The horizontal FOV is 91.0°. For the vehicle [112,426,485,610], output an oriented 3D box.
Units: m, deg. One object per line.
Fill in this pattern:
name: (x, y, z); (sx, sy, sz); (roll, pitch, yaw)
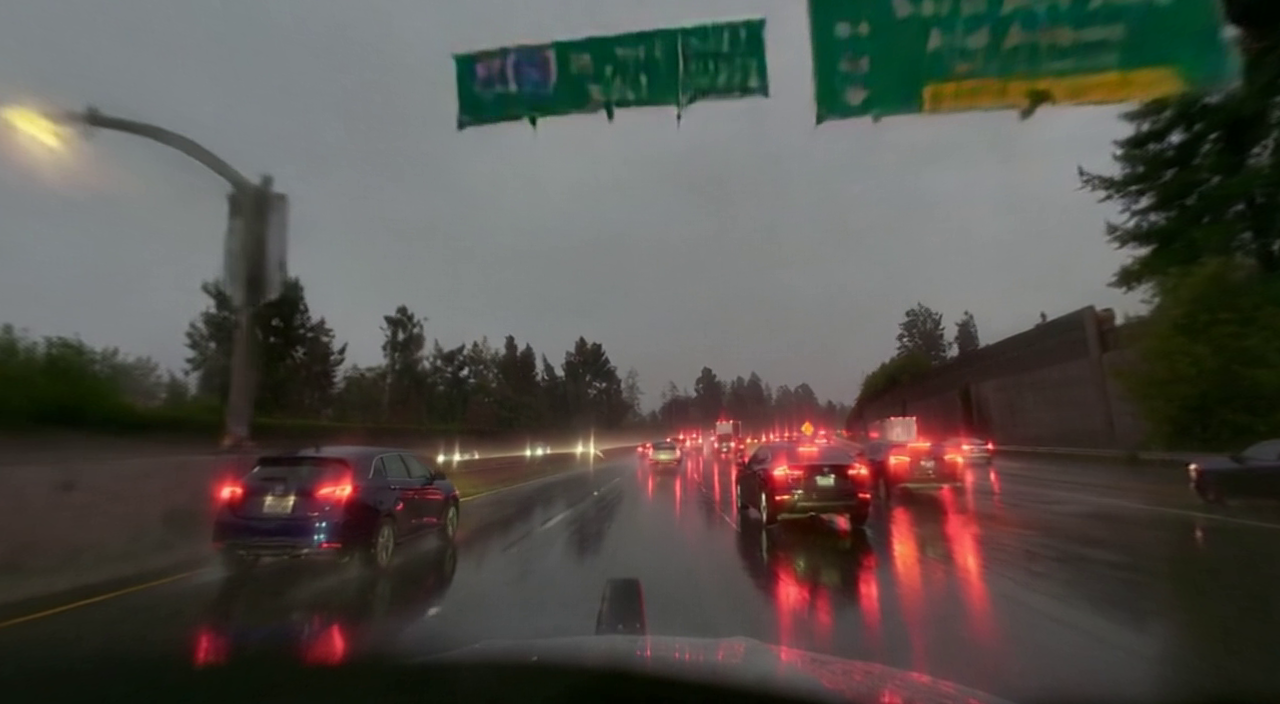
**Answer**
vehicle: (-3.510, 1.776, 7.713); (1.937, 1.558, 4.469); (0, -9, 2)

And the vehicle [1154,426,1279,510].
vehicle: (12.925, 2.253, 12.296); (1.976, 1.548, 4.687); (-1, -9, 4)

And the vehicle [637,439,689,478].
vehicle: (1.076, 4.756, 28.359); (2.201, 1.614, 3.803); (-1, -9, 3)

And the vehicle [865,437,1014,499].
vehicle: (8.141, 3.187, 17.694); (2.014, 1.506, 4.626); (0, -9, 2)

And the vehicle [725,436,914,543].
vehicle: (2.846, 2.293, 11.205); (2.009, 1.489, 4.559); (0, -9, 0)
